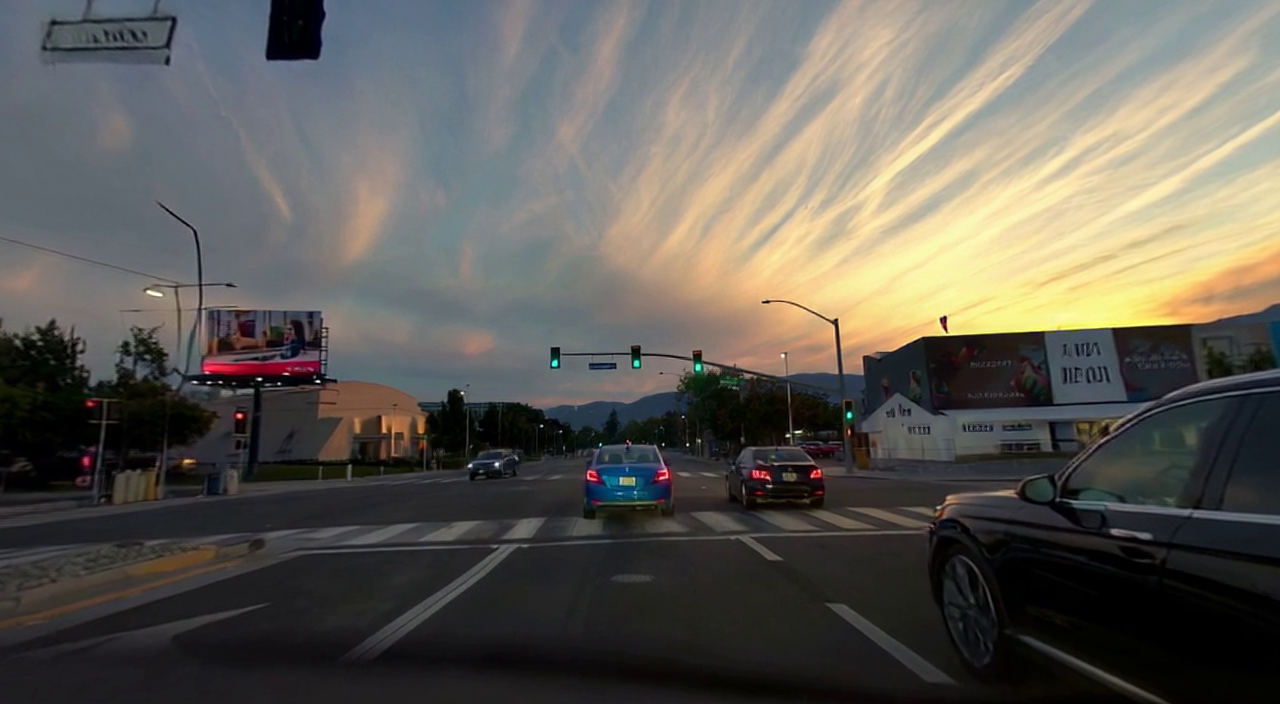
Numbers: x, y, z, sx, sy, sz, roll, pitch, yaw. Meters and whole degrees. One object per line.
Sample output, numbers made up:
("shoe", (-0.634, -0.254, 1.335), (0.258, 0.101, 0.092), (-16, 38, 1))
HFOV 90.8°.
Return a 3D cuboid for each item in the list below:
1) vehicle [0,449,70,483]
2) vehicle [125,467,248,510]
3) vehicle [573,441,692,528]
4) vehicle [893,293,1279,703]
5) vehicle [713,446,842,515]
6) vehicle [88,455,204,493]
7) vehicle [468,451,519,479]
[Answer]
("vehicle", (-35.724, 6.416, 35.632), (2.145, 1.797, 5.198), (-1, -8, 2))
("vehicle", (-19.173, 5.749, 26.987), (1.942, 1.453, 4.448), (0, -8, 0))
("vehicle", (-0.180, 2.617, 13.103), (2.095, 1.502, 3.873), (0, -8, -1))
("vehicle", (2.981, 0.812, 2.559), (2.047, 1.785, 4.357), (0, -8, 0))
("vehicle", (3.133, 3.008, 15.466), (2.009, 1.414, 4.416), (0, -8, -2))
("vehicle", (-27.607, 6.806, 35.604), (2.300, 1.932, 5.056), (0, -9, 2))
("vehicle", (-8.632, 6.678, 37.691), (1.879, 1.510, 4.619), (0, -8, 1))
